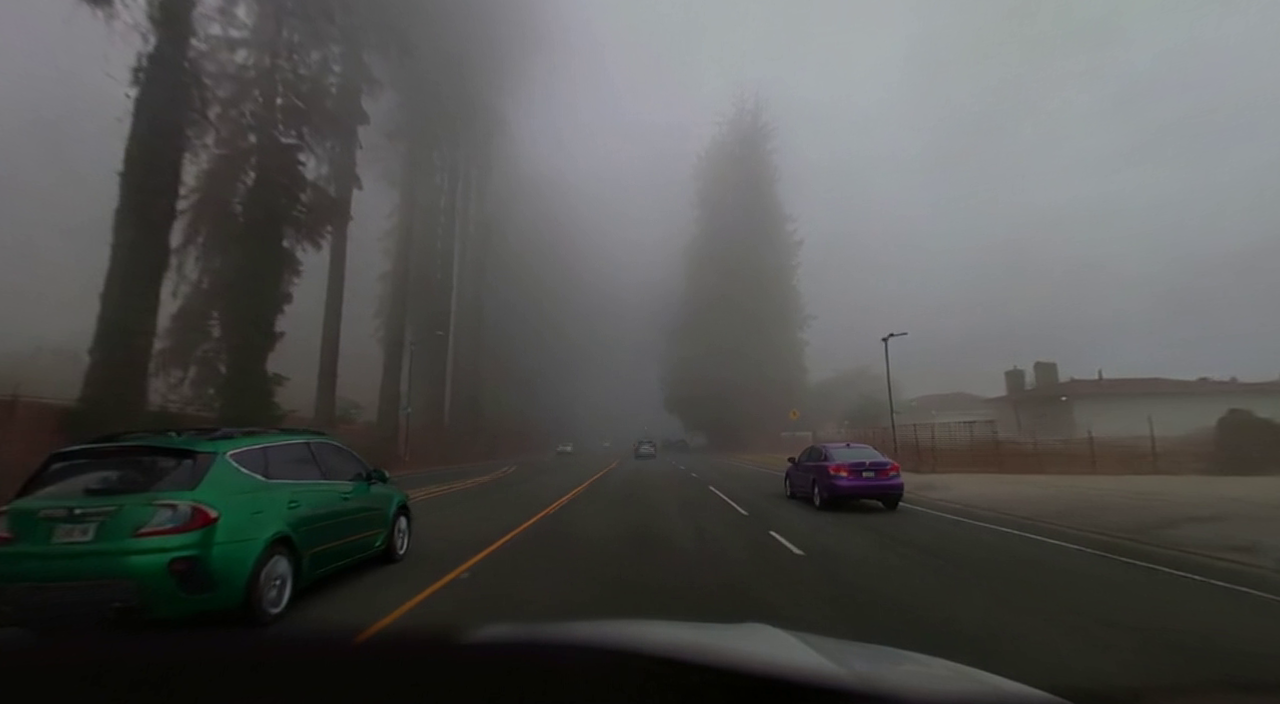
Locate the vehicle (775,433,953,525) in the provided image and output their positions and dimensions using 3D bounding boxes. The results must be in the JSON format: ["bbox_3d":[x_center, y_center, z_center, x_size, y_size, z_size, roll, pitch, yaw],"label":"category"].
[{"bbox_3d":[4.193,2.394,12.699,1.943,1.471,4.515,-1,-7,0],"label":"vehicle"}]

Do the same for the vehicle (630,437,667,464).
[{"bbox_3d":[0.567,6.154,39.621,2.206,1.525,4.695,-1,-7,1],"label":"vehicle"}]

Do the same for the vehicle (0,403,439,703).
[{"bbox_3d":[-3.666,1.350,5.563,2.162,1.546,4.889,-1,-7,0],"label":"vehicle"}]
